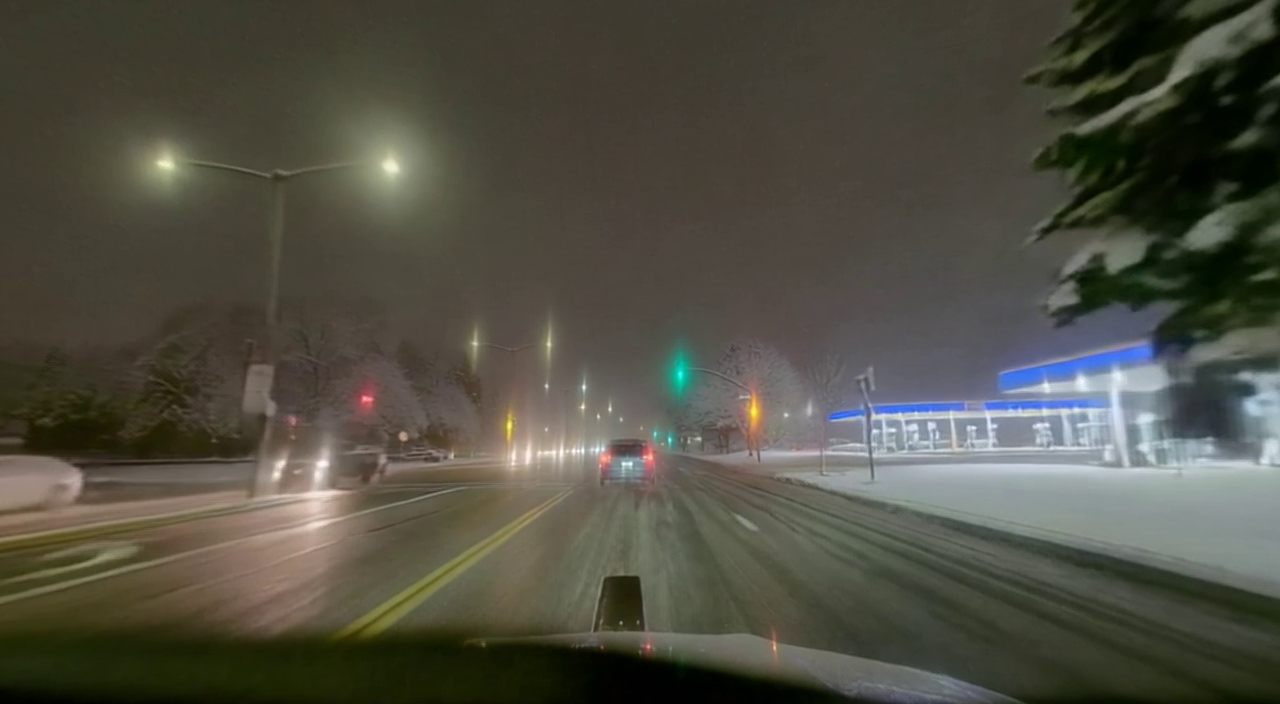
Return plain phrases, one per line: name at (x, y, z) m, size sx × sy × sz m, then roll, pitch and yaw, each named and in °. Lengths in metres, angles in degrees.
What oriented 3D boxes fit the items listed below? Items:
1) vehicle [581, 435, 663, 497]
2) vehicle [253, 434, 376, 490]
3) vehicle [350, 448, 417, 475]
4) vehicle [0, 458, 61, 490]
vehicle at (-0.441, 3.157, 17.903) m, size 2.062 × 1.519 × 4.214 m, roll 0°, pitch -8°, yaw 0°
vehicle at (-12.657, 4.287, 24.946) m, size 2.161 × 1.950 × 4.962 m, roll 0°, pitch -8°, yaw 0°
vehicle at (-15.455, 6.599, 38.227) m, size 1.960 × 1.508 × 4.794 m, roll 0°, pitch -8°, yaw 1°
vehicle at (-33.507, 6.371, 32.977) m, size 4.377 × 1.521 × 1.965 m, roll 0°, pitch -8°, yaw 1°
